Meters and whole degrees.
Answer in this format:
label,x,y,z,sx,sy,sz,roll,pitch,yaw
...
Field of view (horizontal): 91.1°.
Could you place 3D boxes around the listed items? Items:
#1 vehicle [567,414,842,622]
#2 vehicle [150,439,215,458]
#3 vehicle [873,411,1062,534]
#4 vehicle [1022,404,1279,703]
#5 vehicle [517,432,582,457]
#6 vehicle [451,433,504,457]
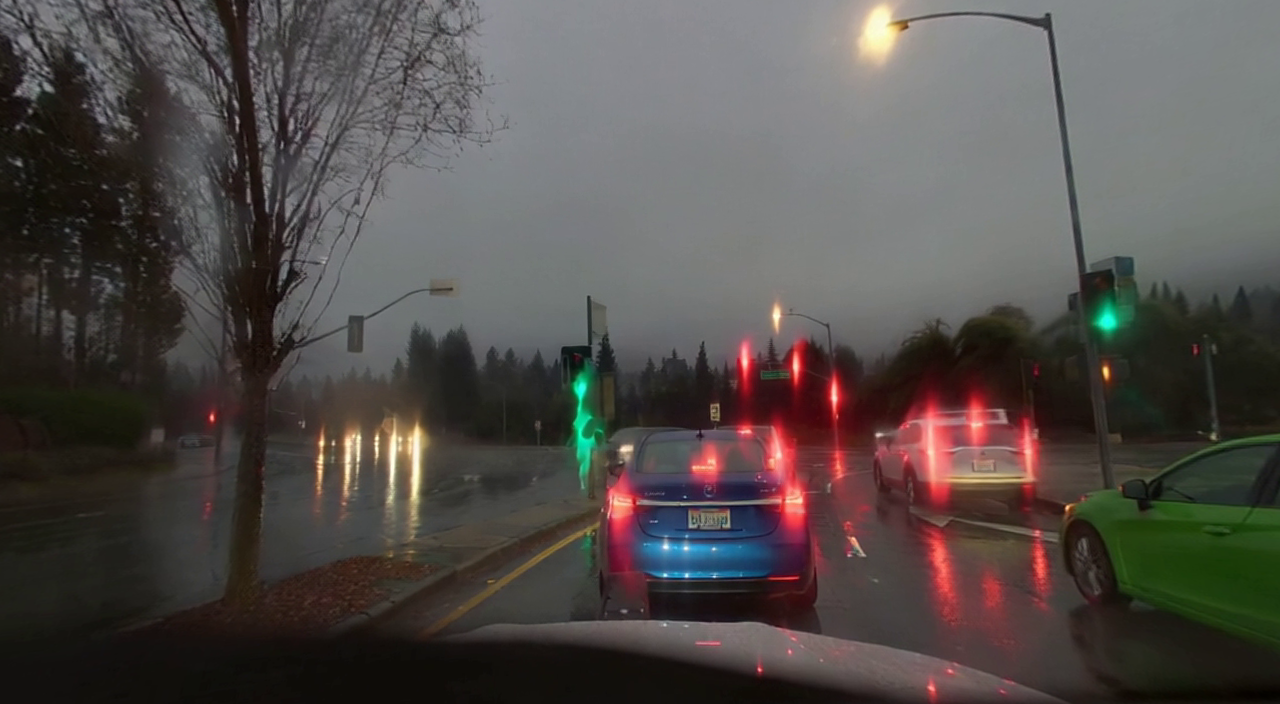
label,x,y,z,sx,sy,sz,roll,pitch,yaw
vehicle,0.841,1.500,6.696,2.052,1.483,3.928,-2,-8,12
vehicle,-35.407,7.443,48.630,1.652,1.433,3.733,-7,-11,40
vehicle,5.521,2.048,11.296,2.102,1.717,4.373,-2,-9,16
vehicle,4.237,1.059,3.375,1.954,1.508,4.441,-1,-8,6
vehicle,-6.013,6.111,41.569,1.932,1.573,4.509,8,-12,-44
vehicle,-12.506,7.119,48.192,1.972,1.705,4.457,8,-11,-44
